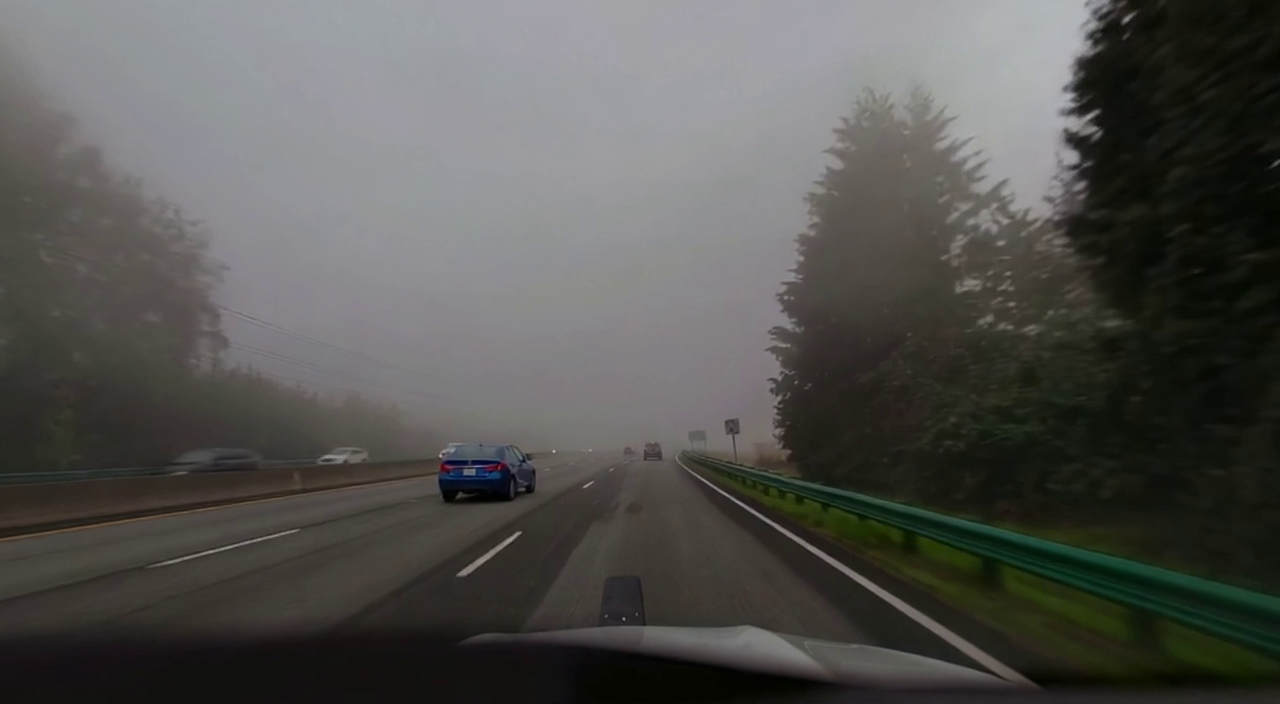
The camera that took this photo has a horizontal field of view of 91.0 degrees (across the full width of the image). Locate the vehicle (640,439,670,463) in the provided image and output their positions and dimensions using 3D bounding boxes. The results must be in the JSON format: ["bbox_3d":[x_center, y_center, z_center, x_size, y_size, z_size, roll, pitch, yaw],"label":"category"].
[{"bbox_3d":[1.178,7.426,47.538,2.176,1.725,4.182,0,-8,3],"label":"vehicle"}]

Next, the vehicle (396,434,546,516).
[{"bbox_3d":[-3.509,2.640,14.099,2.021,1.515,4.453,0,-8,2],"label":"vehicle"}]

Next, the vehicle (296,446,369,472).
[{"bbox_3d":[-19.128,6.657,39.442,1.963,1.497,4.843,0,-8,2],"label":"vehicle"}]

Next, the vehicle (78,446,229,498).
[{"bbox_3d":[-15.682,3.850,20.594,1.791,1.474,3.831,0,-8,1],"label":"vehicle"}]
